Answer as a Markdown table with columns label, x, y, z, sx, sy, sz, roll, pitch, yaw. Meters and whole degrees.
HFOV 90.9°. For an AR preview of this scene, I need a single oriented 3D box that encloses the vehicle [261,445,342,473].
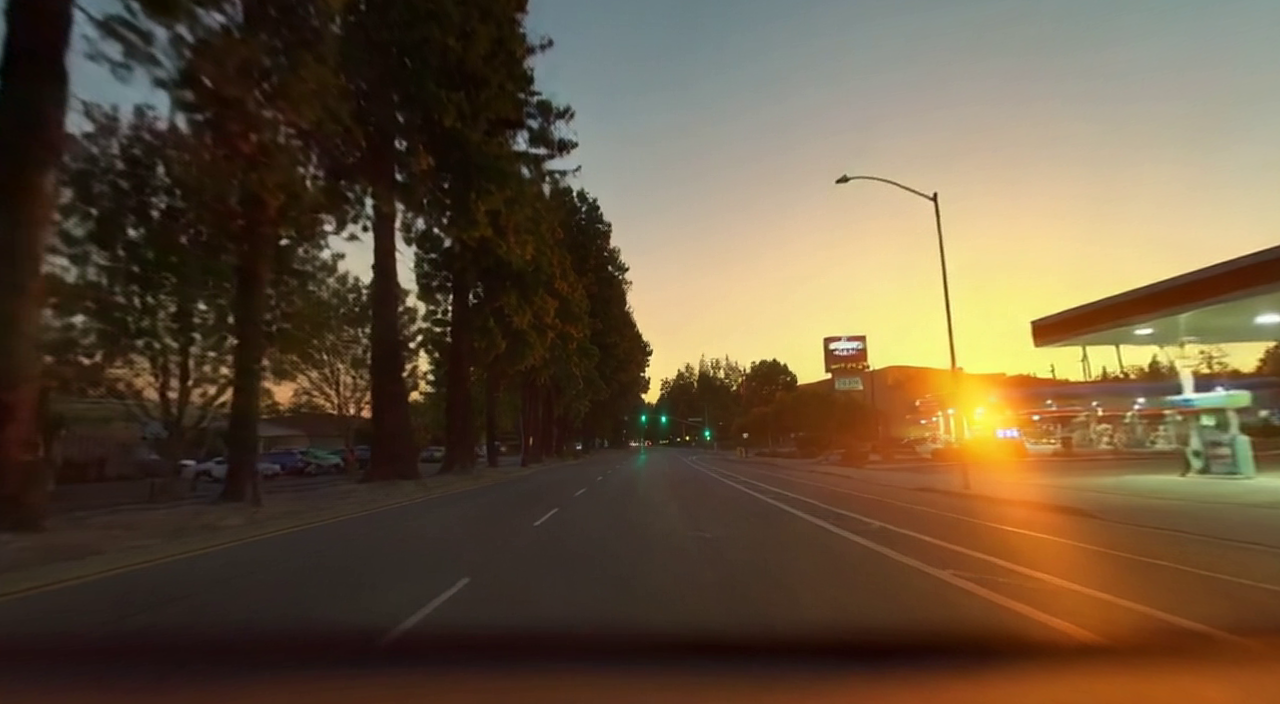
| label | x | y | z | sx | sy | sz | roll | pitch | yaw |
| --- | --- | --- | --- | --- | --- | --- | --- | --- | --- |
| vehicle | -23.572 | 7.450 | 44.029 | 4.271 | 1.902 | 2.281 | 0 | -9 | 1 |

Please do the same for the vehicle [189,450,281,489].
| label | x | y | z | sx | sy | sz | roll | pitch | yaw |
| --- | --- | --- | --- | --- | --- | --- | --- | --- | --- |
| vehicle | -25.156 | 7.287 | 39.227 | 4.386 | 2.004 | 1.991 | -4 | -8 | -2 |
